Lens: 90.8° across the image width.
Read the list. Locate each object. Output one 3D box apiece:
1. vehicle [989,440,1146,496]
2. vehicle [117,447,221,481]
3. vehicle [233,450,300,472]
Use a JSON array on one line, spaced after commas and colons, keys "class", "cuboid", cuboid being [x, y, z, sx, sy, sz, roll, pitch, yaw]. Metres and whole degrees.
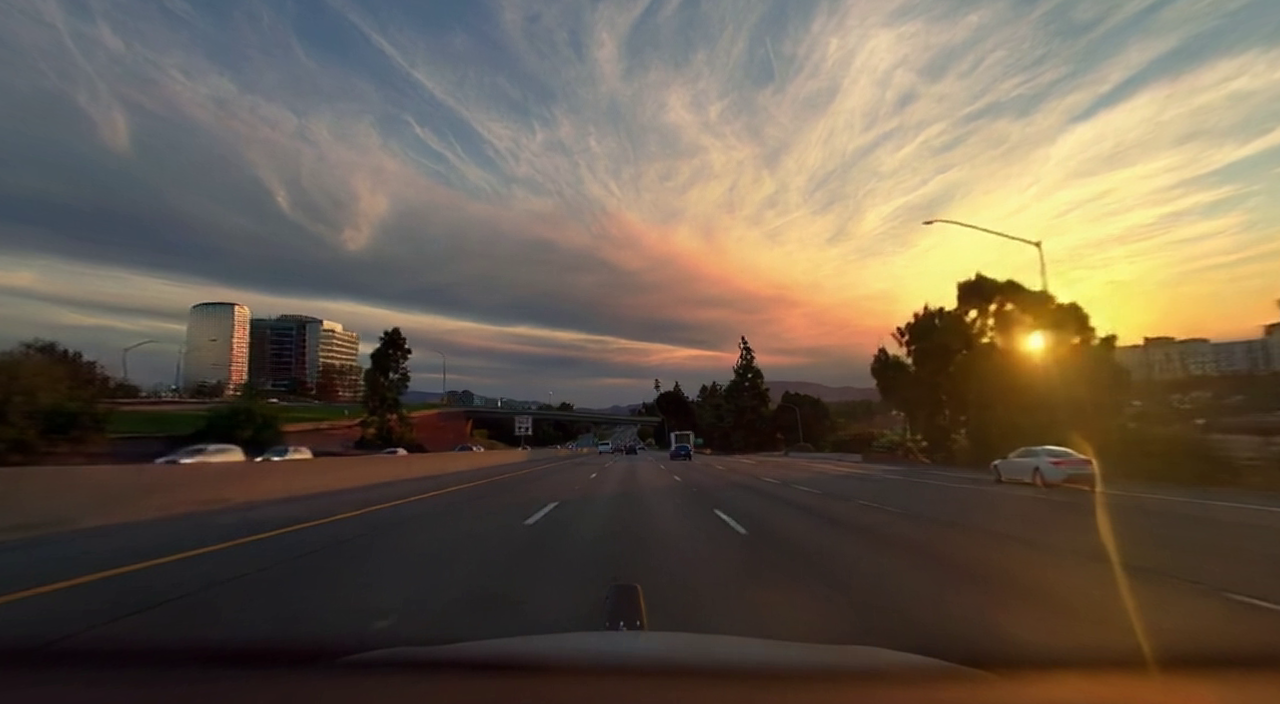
[{"class": "vehicle", "cuboid": [12.828, 3.477, 19.363, 1.878, 1.509, 4.327, 0, -9, 2]}, {"class": "vehicle", "cuboid": [-22.934, 5.451, 30.977, 1.858, 1.549, 4.173, 0, -9, 0]}, {"class": "vehicle", "cuboid": [-26.695, 7.764, 45.316, 1.909, 1.473, 4.754, 0, -9, 0]}]
